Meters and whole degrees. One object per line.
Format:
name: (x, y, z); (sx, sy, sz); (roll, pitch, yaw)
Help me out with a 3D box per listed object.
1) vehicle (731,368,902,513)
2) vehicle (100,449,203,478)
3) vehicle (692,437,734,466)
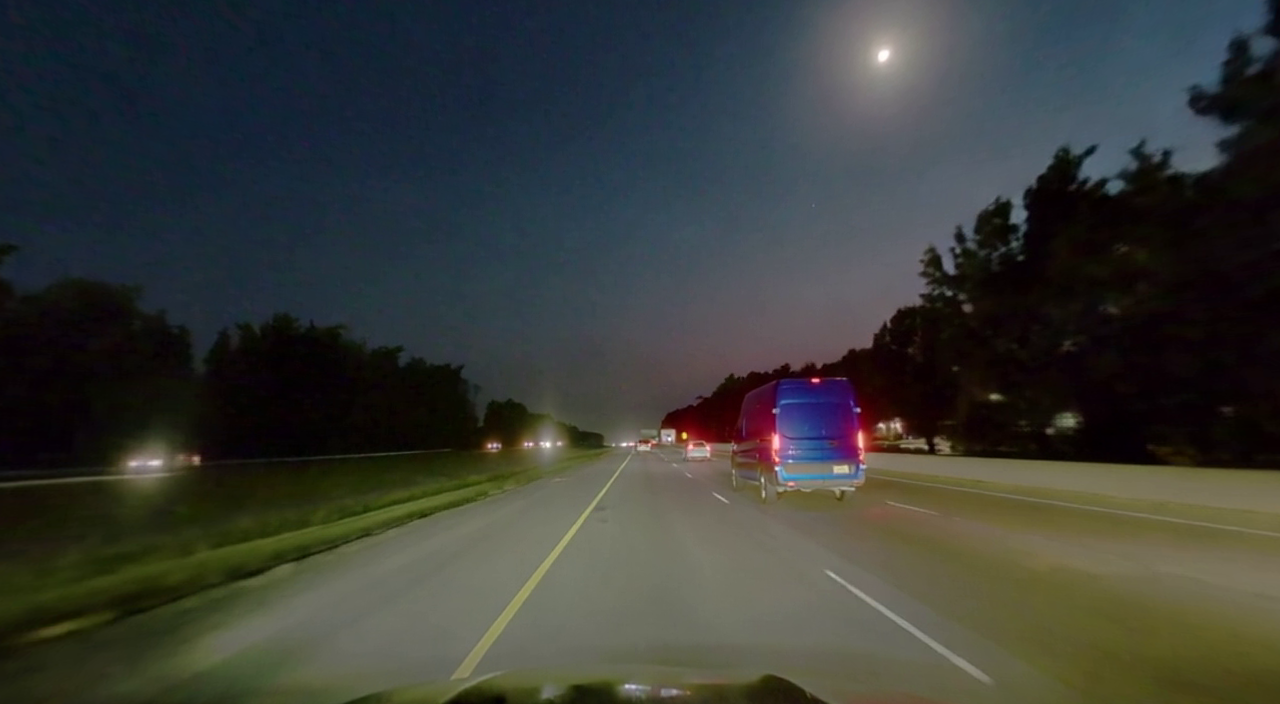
vehicle: (3.680, 2.062, 14.680); (2.302, 2.670, 5.912); (0, -8, 1)
vehicle: (-28.631, 6.517, 37.212); (2.204, 1.510, 4.806); (0, -8, 1)
vehicle: (4.411, 6.102, 38.722); (2.034, 1.651, 4.342); (0, -8, 0)
